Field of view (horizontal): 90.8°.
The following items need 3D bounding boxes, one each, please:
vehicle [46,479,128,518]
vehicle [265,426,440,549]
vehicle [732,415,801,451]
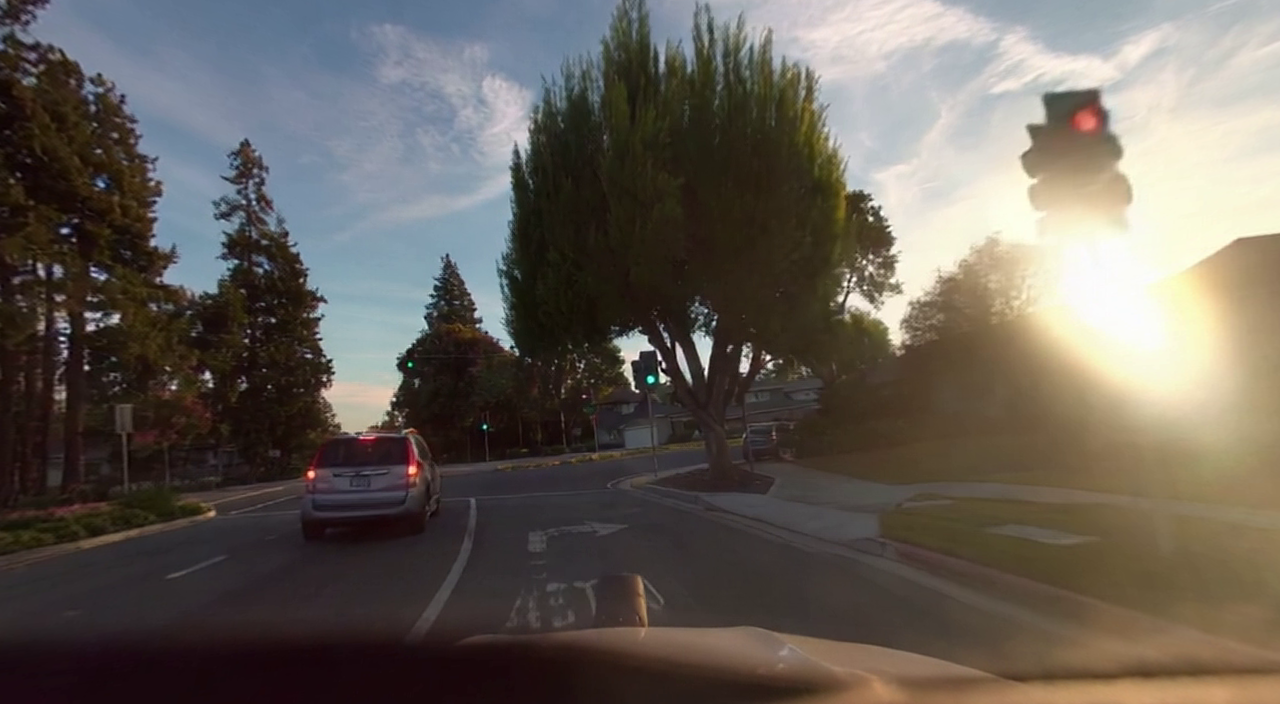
[{"bbox_3d":[-29.831,7.850,34.235,1.943,1.677,4.176,3,-9,-21],"label":"vehicle"},{"bbox_3d":[-4.782,2.245,11.228,1.990,1.707,4.225,1,-9,-13],"label":"vehicle"},{"bbox_3d":[5.664,3.739,28.825,1.911,1.516,4.251,0,-8,-5],"label":"vehicle"}]
